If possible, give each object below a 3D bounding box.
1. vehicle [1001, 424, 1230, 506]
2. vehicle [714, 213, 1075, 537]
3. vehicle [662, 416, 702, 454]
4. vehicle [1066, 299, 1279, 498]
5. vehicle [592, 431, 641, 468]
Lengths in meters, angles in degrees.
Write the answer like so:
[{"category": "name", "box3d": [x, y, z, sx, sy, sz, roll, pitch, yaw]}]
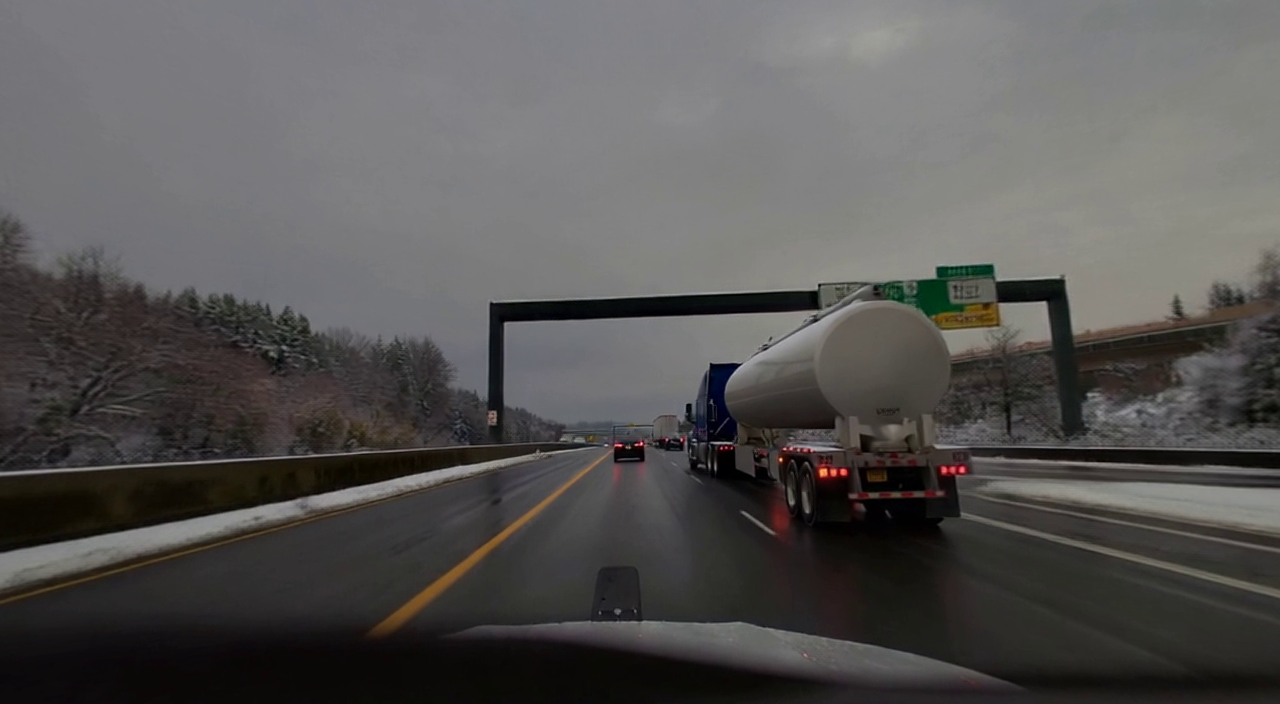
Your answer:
[{"category": "vehicle", "box3d": [9.858, 2.334, 13.531, 1.739, 1.471, 3.889, 0, -8, -3]}, {"category": "vehicle", "box3d": [3.558, 0.836, 12.206, 2.826, 3.905, 9.262, 0, -8, -2]}, {"category": "vehicle", "box3d": [3.175, 6.427, 48.723, 2.475, 2.782, 4.986, 0, -8, -3]}, {"category": "vehicle", "box3d": [14.716, 1.076, 13.947, 2.878, 4.124, 10.050, 0, -8, -4]}, {"category": "vehicle", "box3d": [-0.987, 4.253, 27.646, 2.000, 1.510, 3.518, 0, -8, -1]}]
